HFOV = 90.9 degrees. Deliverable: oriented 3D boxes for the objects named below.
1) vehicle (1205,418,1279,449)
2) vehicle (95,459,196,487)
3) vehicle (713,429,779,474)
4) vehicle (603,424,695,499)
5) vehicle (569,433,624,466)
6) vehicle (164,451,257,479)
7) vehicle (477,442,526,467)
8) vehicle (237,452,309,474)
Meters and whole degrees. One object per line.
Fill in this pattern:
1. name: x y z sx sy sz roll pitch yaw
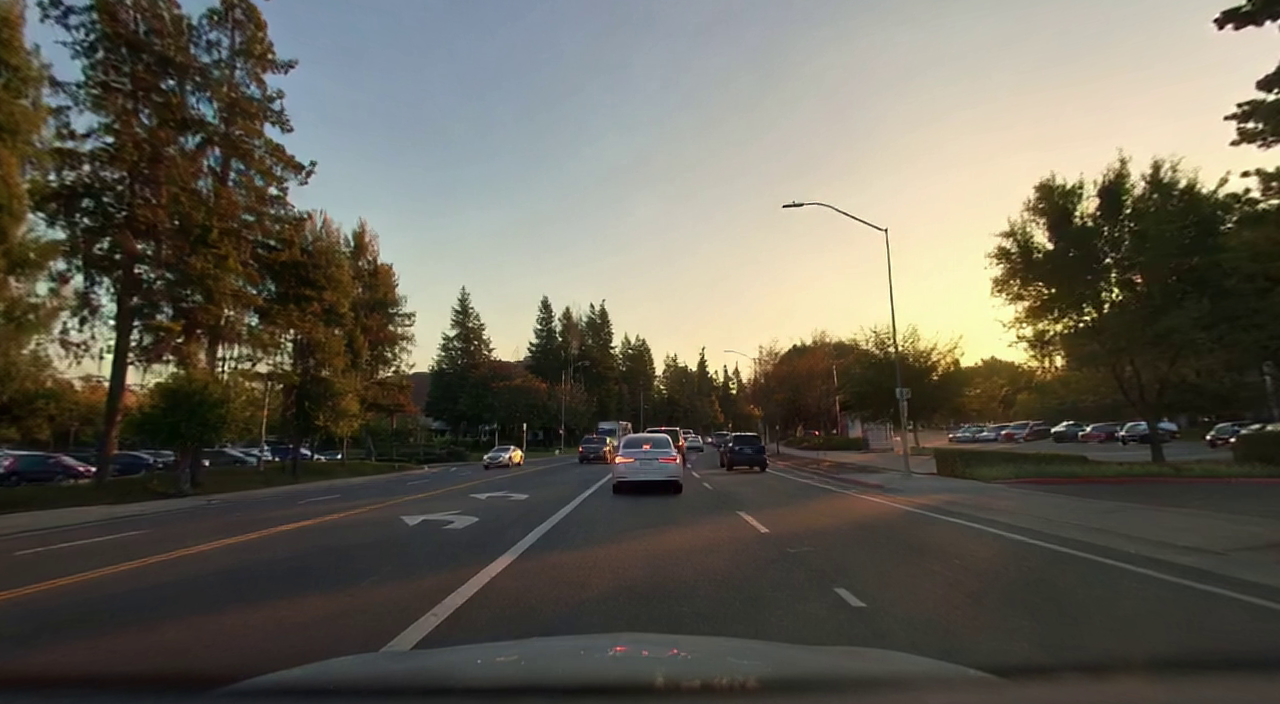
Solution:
1. vehicle: 38.146 5.040 38.933 4.512 1.785 1.895 -1 -8 1
2. vehicle: -27.872 6.803 35.606 4.391 1.442 1.763 -1 -8 5
3. vehicle: 4.607 4.395 28.091 2.155 1.786 4.459 0 -8 1
4. vehicle: 0.216 2.876 16.942 2.154 1.710 4.128 -1 -8 0
5. vehicle: -2.481 5.718 37.243 2.057 1.786 4.725 -2 -8 11
6. vehicle: -27.667 7.271 40.699 4.743 1.671 1.842 -1 -8 4
7. vehicle: -8.901 6.639 41.036 1.909 1.471 4.502 -1 -8 4
8. vehicle: -26.576 8.010 45.666 4.260 1.498 1.769 -2 -8 10
